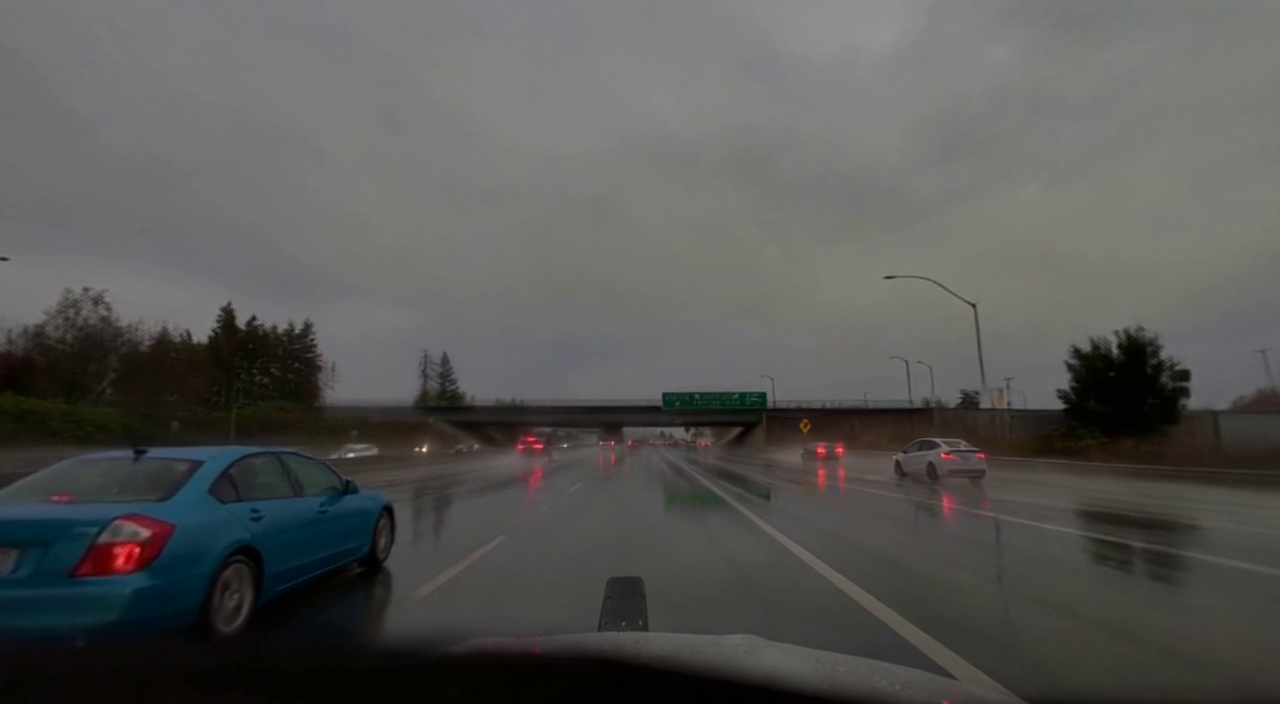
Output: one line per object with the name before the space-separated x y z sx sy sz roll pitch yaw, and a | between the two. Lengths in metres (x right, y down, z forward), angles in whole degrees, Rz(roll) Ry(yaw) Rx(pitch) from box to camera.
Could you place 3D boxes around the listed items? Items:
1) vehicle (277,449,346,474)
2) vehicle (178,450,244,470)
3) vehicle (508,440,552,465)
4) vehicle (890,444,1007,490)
vehicle | -20.754 6.905 40.041 1.943 1.467 4.274 0 -8 2
vehicle | -33.514 8.416 49.411 1.788 1.453 4.605 0 -8 3
vehicle | -6.997 6.443 40.512 1.987 1.486 4.174 0 -8 2
vehicle | 11.256 4.189 23.389 2.000 1.515 4.188 0 -8 -3
